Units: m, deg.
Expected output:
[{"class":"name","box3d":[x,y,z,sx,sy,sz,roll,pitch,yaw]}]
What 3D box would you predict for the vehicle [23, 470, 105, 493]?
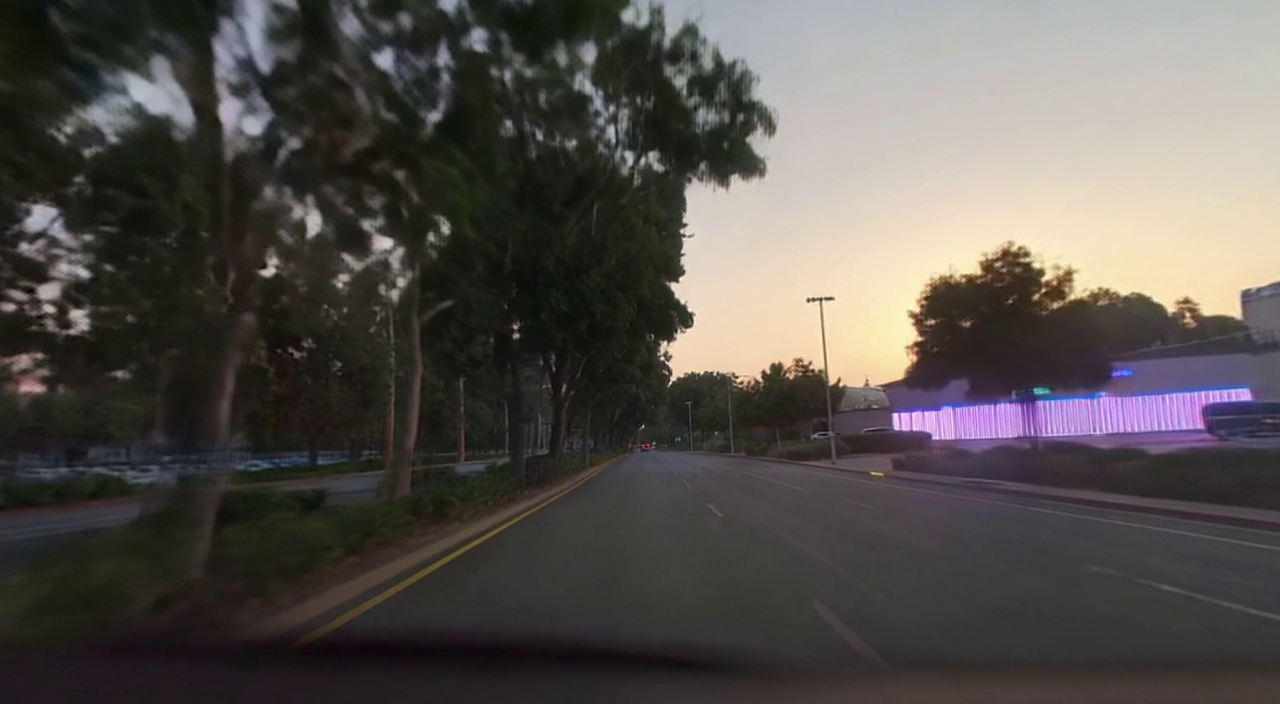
[{"class":"vehicle","box3d":[-44.447,9.995,48.793,1.816,1.480,4.786,0,-9,1]}]
